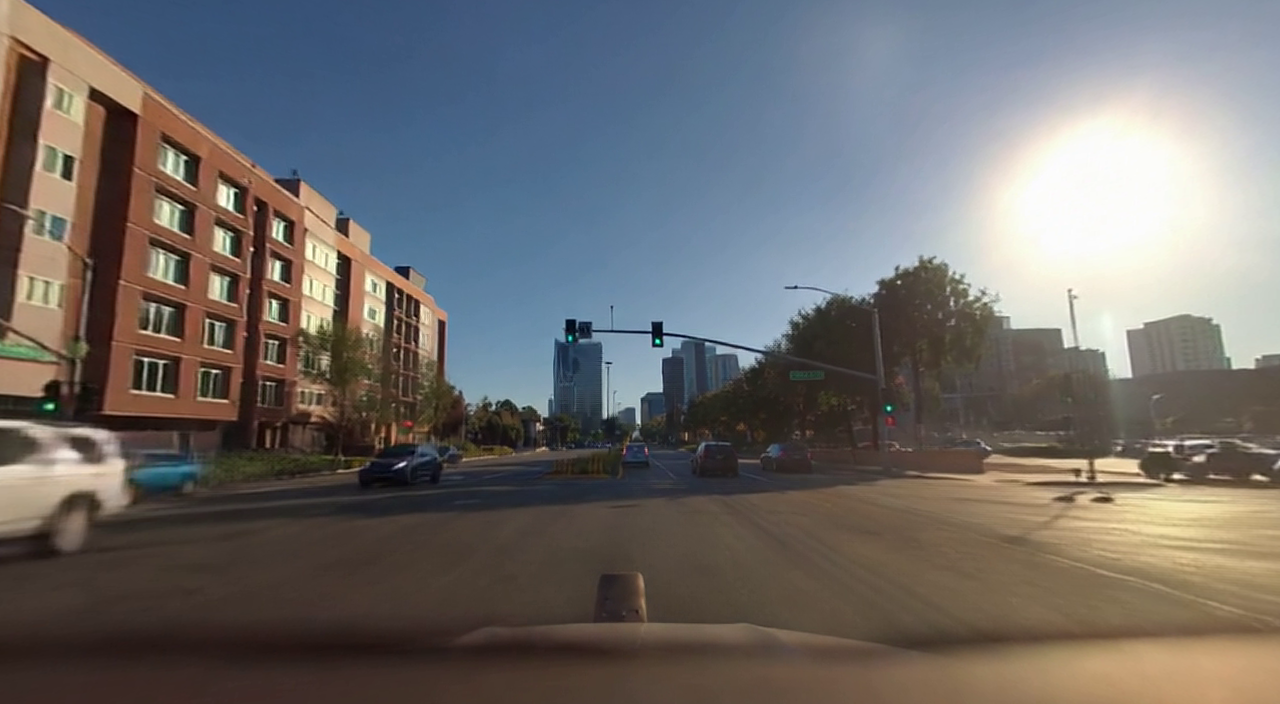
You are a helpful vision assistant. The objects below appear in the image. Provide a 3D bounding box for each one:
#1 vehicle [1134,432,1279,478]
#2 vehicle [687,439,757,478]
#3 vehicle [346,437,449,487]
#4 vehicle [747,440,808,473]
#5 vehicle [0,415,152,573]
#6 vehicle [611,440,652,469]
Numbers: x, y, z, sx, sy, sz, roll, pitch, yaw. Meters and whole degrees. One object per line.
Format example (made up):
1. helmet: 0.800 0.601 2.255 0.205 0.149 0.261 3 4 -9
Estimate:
1. vehicle: 27.177 4.845 29.882 2.686 1.901 6.293 -2 -9 3
2. vehicle: 3.358 4.472 26.892 2.226 1.490 4.593 0 -8 -2
3. vehicle: -9.097 4.148 24.161 2.160 1.689 4.451 0 -8 0
4. vehicle: 6.722 5.144 31.330 1.861 1.473 4.393 0 -8 -2
5. vehicle: -8.538 1.567 6.858 2.590 1.769 4.827 0 -8 0
6. vehicle: -0.462 5.655 34.923 2.143 1.480 4.006 0 -8 -1
